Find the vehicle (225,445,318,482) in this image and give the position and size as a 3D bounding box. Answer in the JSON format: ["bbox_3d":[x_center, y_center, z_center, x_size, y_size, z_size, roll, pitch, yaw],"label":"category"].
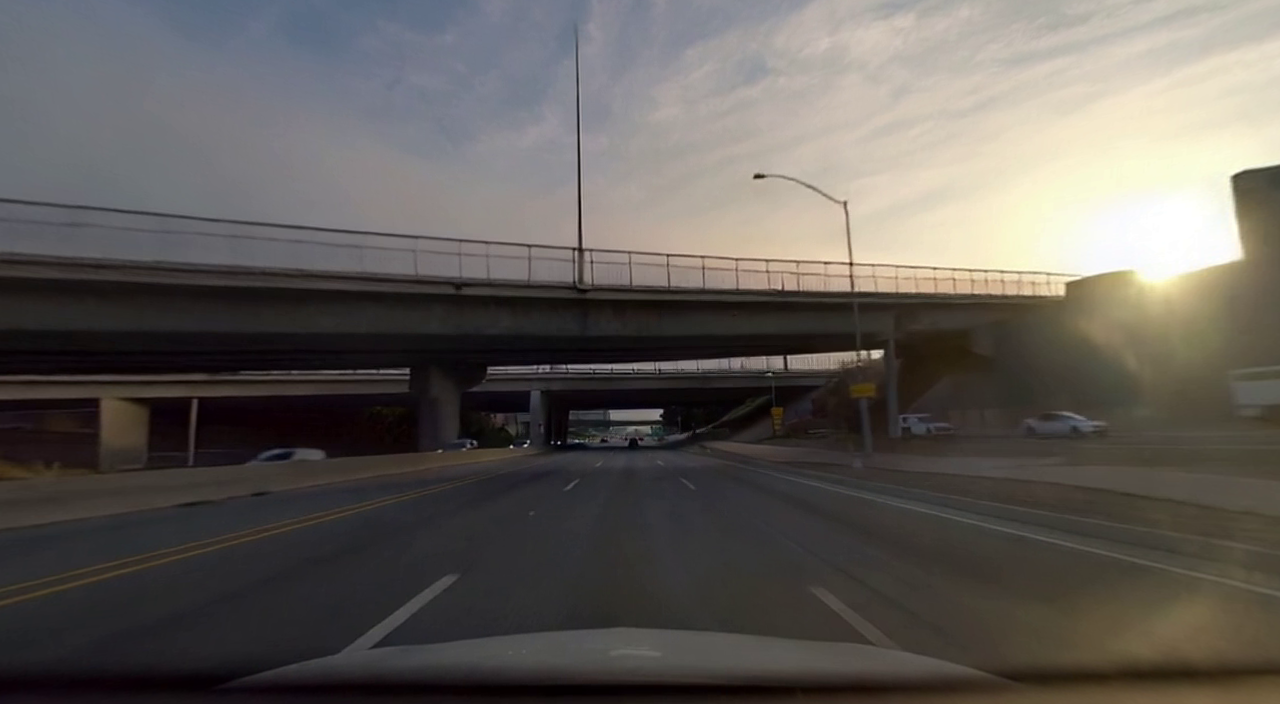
[{"bbox_3d":[-15.397,4.647,26.525,1.707,1.418,3.736,0,-8,-1],"label":"vehicle"}]

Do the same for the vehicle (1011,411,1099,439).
[{"bbox_3d":[23.229,4.164,35.453,1.807,1.447,4.441,0,-8,-2],"label":"vehicle"}]

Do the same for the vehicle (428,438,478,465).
[{"bbox_3d":[-12.181,6.484,41.275,2.008,1.635,4.139,0,-8,-1],"label":"vehicle"}]
